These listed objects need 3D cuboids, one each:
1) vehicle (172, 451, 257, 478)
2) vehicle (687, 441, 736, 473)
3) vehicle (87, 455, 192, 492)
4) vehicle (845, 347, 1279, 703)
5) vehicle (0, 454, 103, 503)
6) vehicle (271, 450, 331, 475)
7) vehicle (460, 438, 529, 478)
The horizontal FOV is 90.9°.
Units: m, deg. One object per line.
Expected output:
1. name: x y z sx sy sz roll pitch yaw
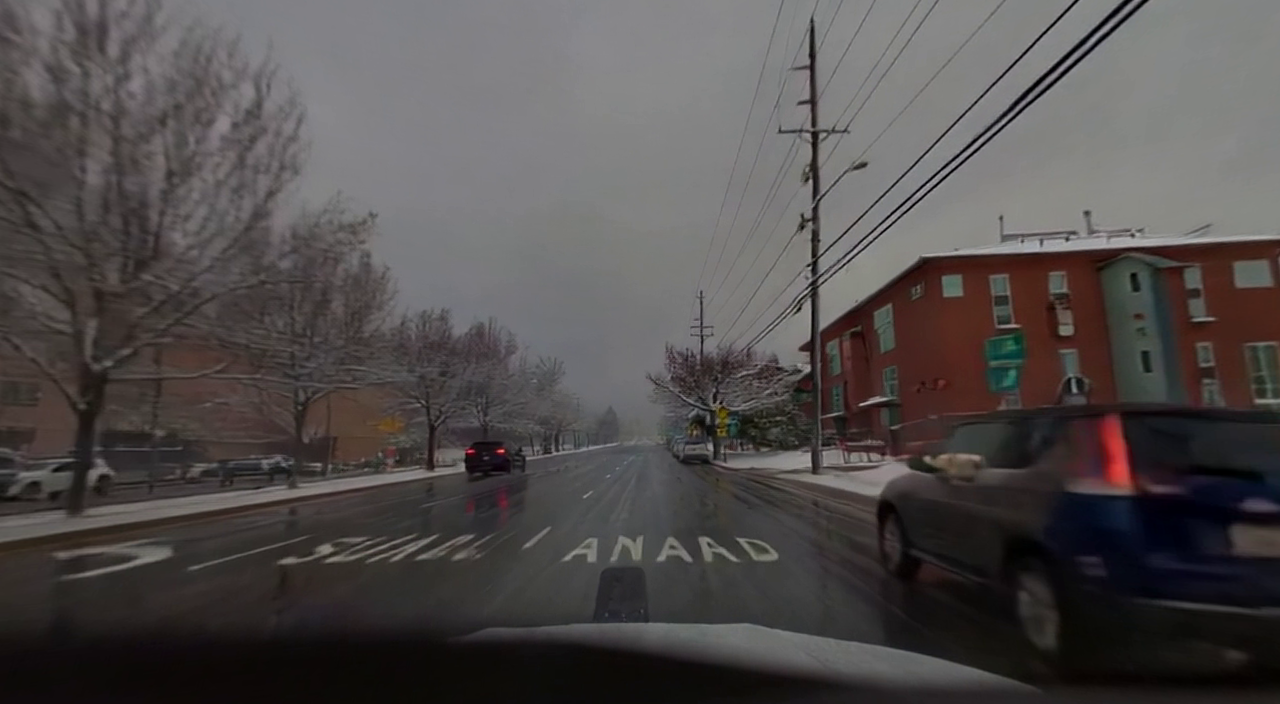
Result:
1. vehicle: -25.689 6.871 38.265 1.935 1.487 4.600 -1 -11 0
2. vehicle: 3.757 5.601 33.988 2.048 1.556 4.753 0 -8 0
3. vehicle: -25.743 6.248 32.682 1.857 1.472 4.422 -5 -8 1
4. vehicle: 3.505 1.240 5.291 2.104 1.915 4.343 0 -8 0
5. vehicle: -25.738 5.328 26.539 2.132 1.492 4.734 -4 -4 1
6. vehicle: -25.673 8.369 47.947 1.959 1.707 4.481 0 -8 1
7. vehicle: -6.555 4.815 28.943 2.000 1.671 4.497 0 -8 1
